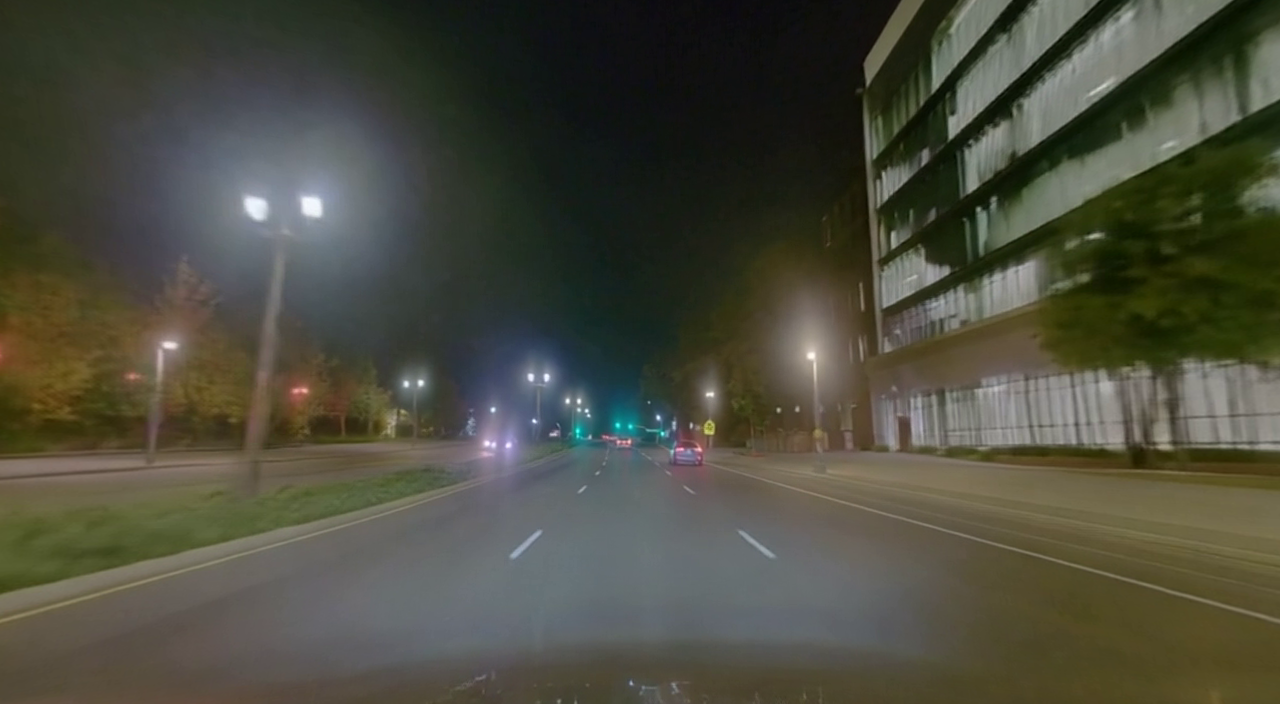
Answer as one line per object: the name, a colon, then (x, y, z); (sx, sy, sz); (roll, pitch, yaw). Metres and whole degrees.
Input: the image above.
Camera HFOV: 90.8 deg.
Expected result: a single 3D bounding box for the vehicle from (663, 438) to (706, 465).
vehicle: (2.644, 6.025, 38.500); (2.090, 1.506, 4.382); (0, -8, -3)
